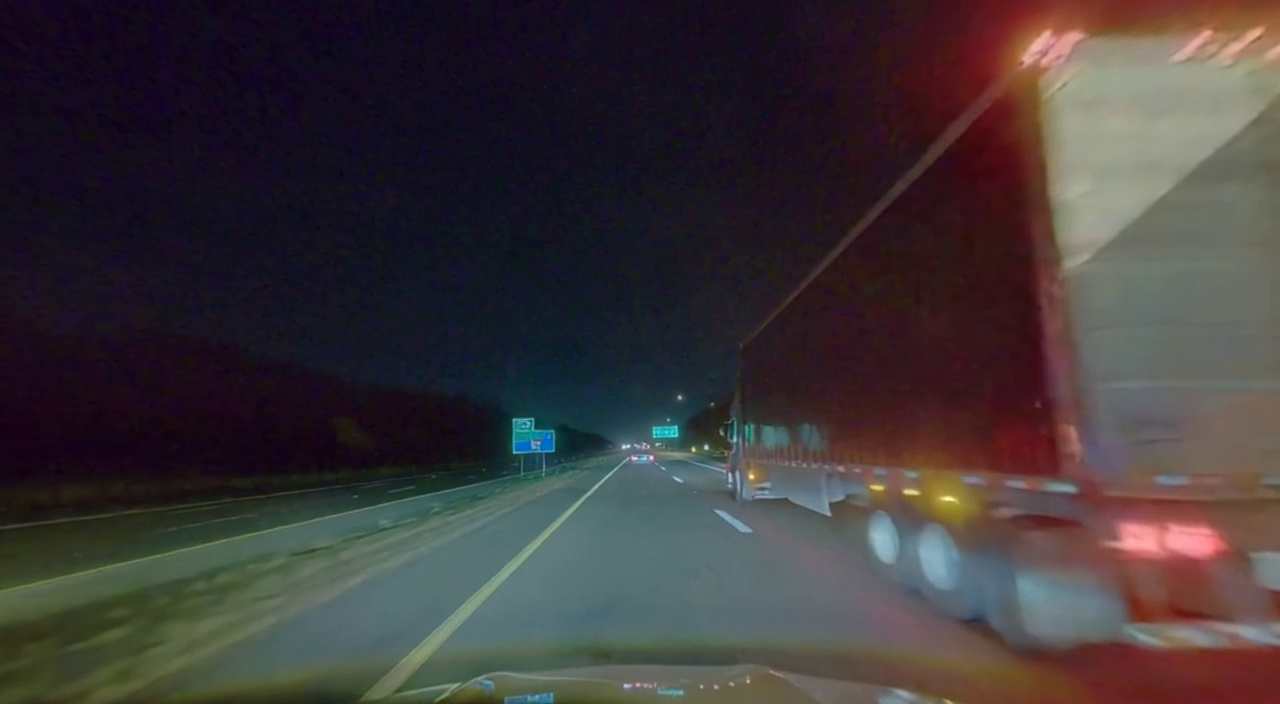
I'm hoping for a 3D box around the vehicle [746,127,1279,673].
[{"bbox_3d":[3.513,0.775,7.669,2.859,3.332,7.735,0,-9,-1],"label":"vehicle"}]
